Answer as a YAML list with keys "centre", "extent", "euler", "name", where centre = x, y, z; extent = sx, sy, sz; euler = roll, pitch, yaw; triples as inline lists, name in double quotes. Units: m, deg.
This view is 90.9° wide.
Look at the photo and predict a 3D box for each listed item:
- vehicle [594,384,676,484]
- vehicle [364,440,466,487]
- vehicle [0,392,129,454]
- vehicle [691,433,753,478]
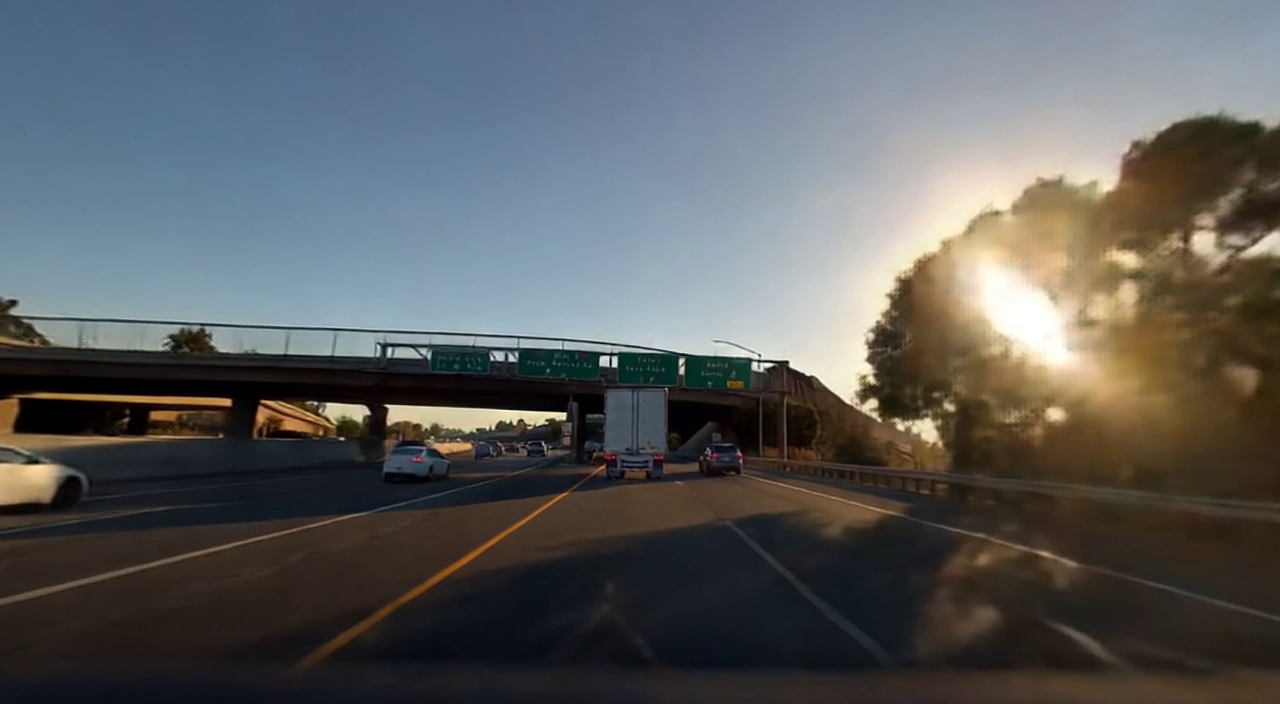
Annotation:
- centre: [-0.254, 3.741, 28.132]
  extent: [2.916, 3.584, 10.841]
  euler: [0, -9, -1]
  name: "vehicle"
- centre: [-8.009, 4.005, 22.985]
  extent: [2.057, 1.506, 4.829]
  euler: [0, -9, -2]
  name: "vehicle"
- centre: [-42.738, 4.998, 43.235]
  extent: [2.867, 3.957, 16.267]
  euler: [0, -9, -4]
  name: "vehicle"
- centre: [3.816, 4.964, 30.378]
  extent: [2.174, 1.968, 5.016]
  euler: [0, -9, -1]
  name: "vehicle"
